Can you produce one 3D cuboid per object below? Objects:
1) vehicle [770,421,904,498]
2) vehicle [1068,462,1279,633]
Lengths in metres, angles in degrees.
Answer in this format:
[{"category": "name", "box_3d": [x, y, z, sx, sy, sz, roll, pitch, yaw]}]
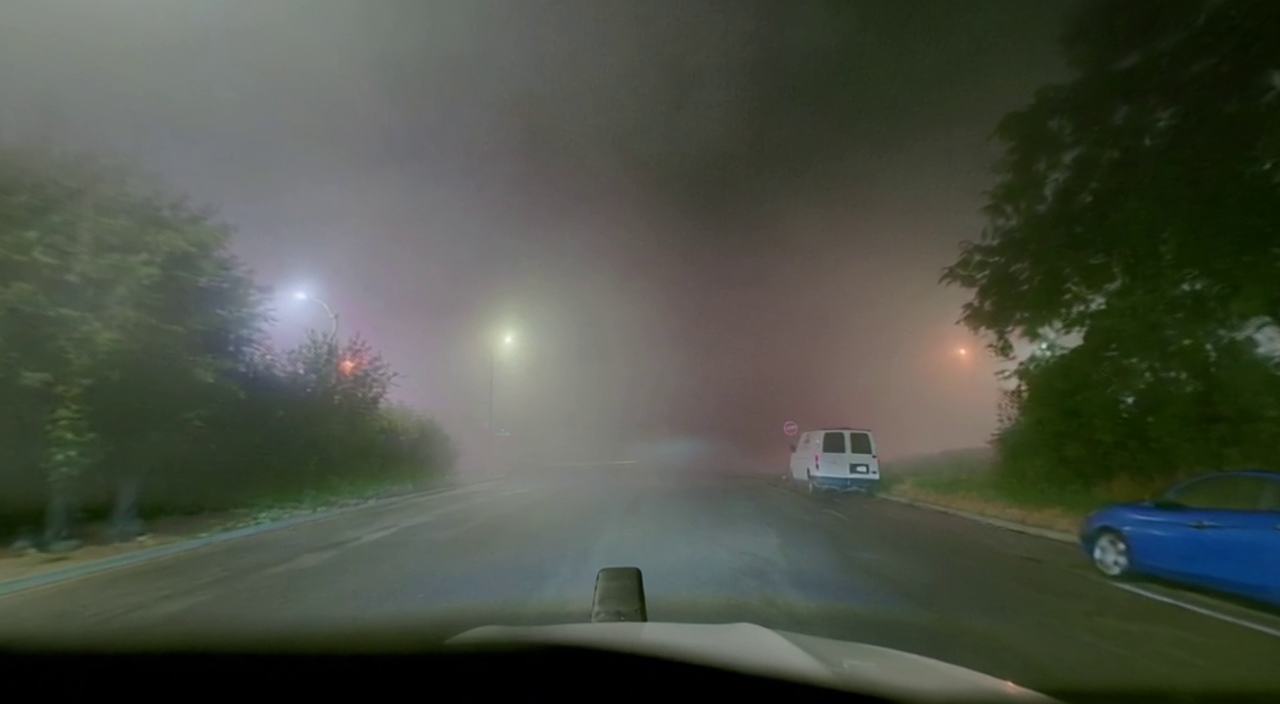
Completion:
[{"category": "vehicle", "box_3d": [6.411, 3.609, 21.621, 2.659, 2.245, 5.991, 0, -8, 0]}, {"category": "vehicle", "box_3d": [6.027, 1.619, 5.296, 1.970, 1.269, 4.199, 0, -8, 1]}]
